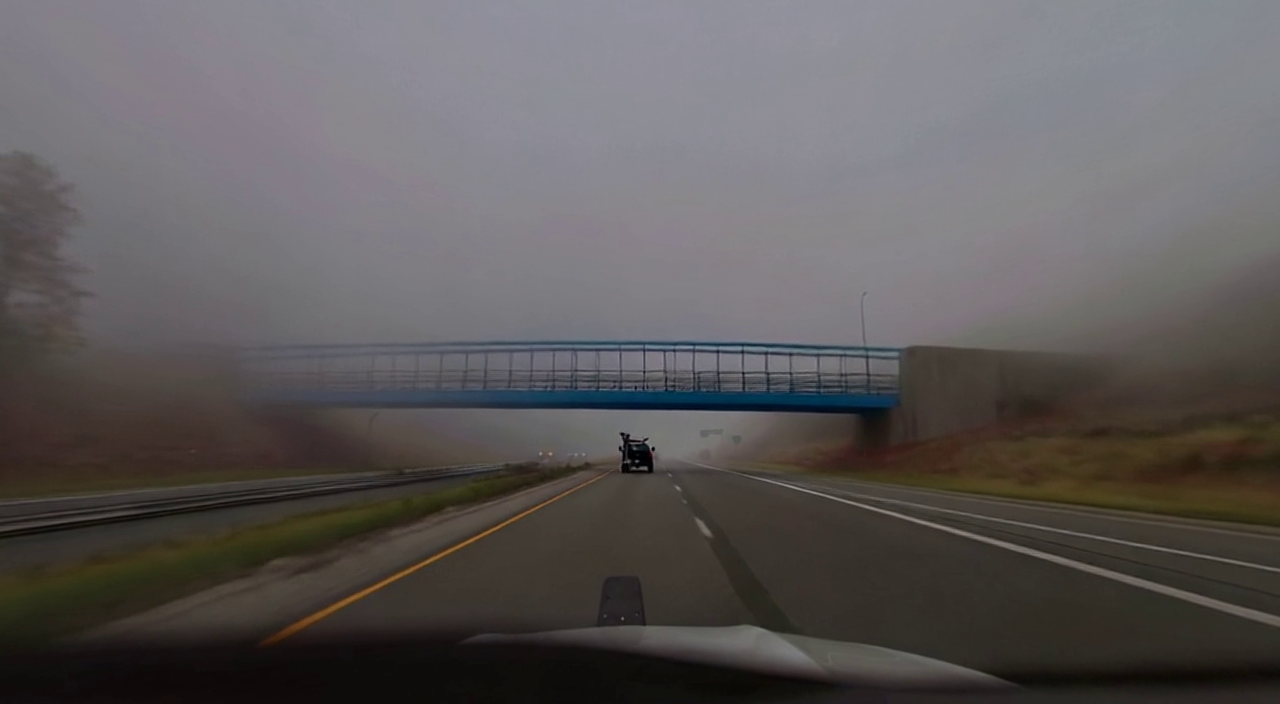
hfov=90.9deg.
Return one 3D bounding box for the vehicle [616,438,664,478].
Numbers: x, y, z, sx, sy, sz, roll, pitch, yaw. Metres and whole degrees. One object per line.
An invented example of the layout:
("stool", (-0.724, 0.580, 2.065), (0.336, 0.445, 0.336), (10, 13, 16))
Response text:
("vehicle", (0.061, 5.657, 33.829), (2.369, 1.948, 5.343), (0, -9, 2))
